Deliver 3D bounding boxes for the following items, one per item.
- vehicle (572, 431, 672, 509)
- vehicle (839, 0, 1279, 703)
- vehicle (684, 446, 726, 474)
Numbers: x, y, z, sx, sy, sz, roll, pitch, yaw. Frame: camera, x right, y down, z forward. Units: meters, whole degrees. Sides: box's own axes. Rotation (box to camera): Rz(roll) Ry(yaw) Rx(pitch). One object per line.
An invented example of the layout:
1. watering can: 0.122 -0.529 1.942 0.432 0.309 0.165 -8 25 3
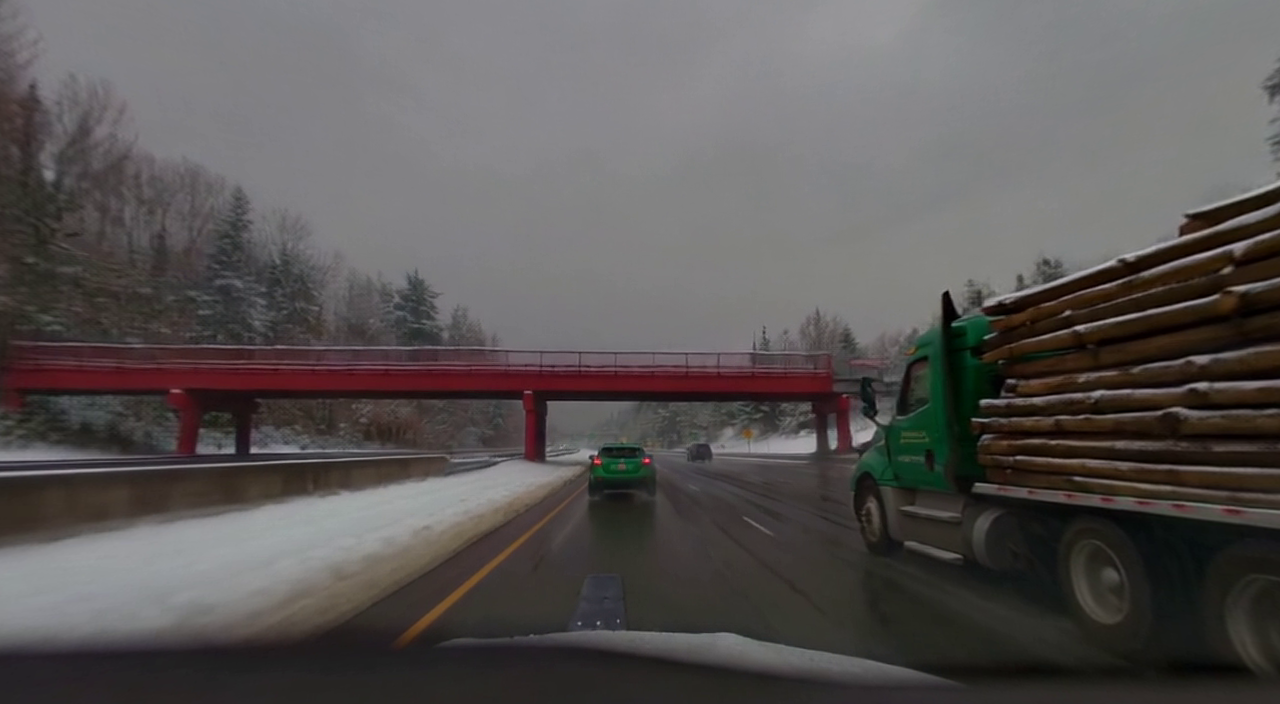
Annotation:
1. vehicle: -0.424 2.970 16.168 2.259 1.699 4.015 0 -9 0
2. vehicle: 4.197 -0.094 3.672 2.992 3.920 8.831 0 -9 -1
3. vehicle: 3.705 6.231 36.424 1.894 1.487 3.751 0 -9 -2
